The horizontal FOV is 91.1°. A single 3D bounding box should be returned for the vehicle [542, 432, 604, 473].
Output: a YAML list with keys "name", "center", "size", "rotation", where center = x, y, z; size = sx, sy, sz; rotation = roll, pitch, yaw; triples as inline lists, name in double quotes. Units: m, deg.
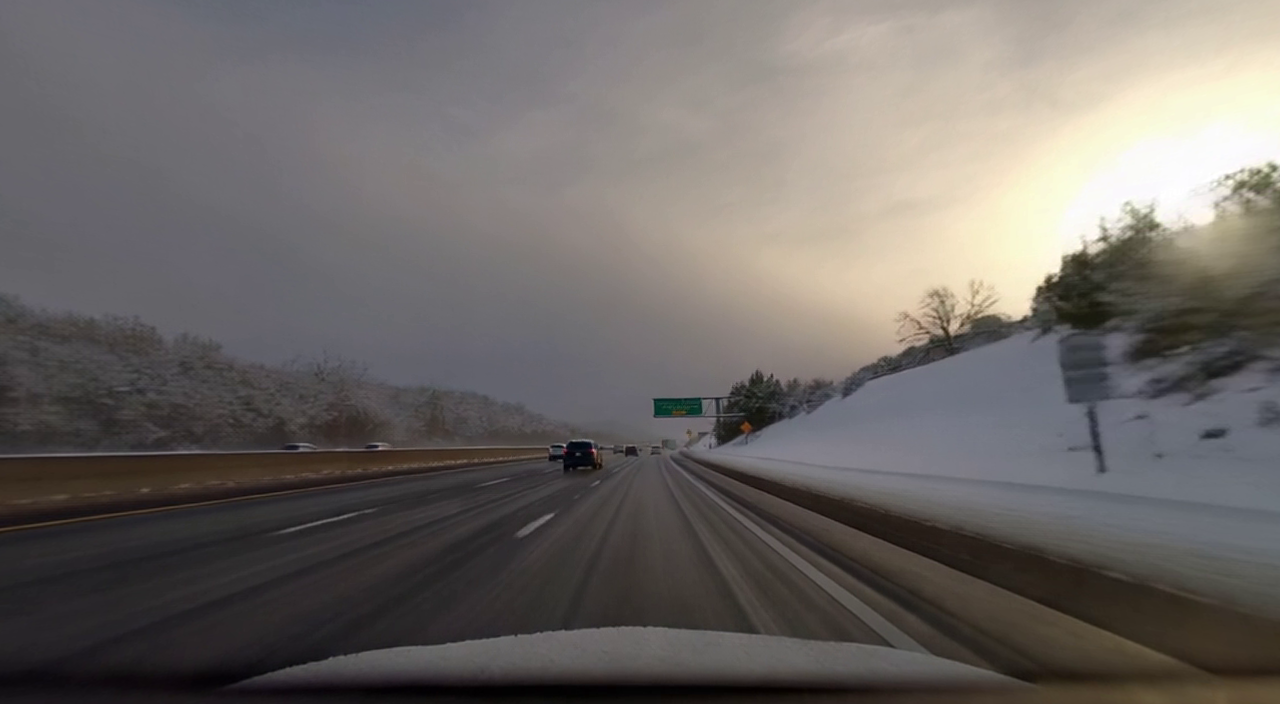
- name: "vehicle"
  center: [-3.283, 5.073, 31.972]
  size: [2.413, 1.896, 5.218]
  rotation: [0, -8, 2]

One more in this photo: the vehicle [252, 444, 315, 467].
- name: "vehicle"
  center: [-27.685, 8.030, 48.937]
  size: [2.016, 1.671, 4.537]
  rotation: [0, -8, 3]
